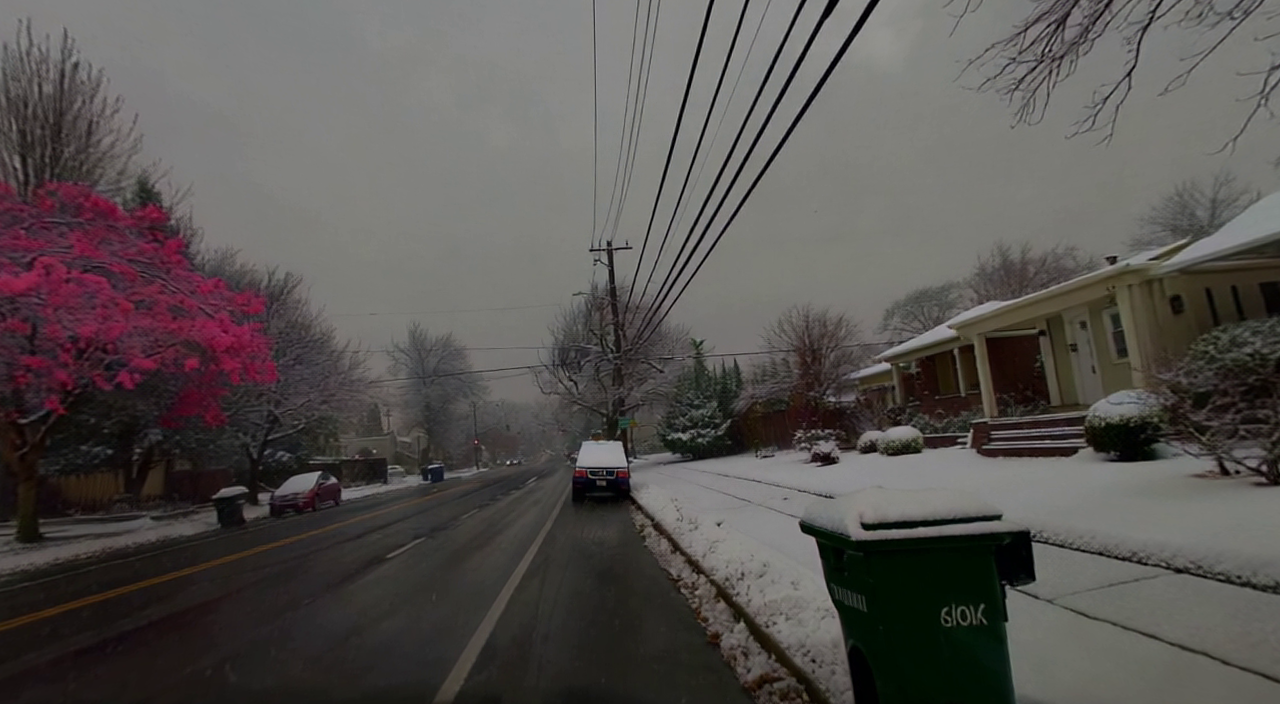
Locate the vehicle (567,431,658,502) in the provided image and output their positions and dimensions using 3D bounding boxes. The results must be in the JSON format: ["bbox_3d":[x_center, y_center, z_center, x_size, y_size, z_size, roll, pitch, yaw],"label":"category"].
[{"bbox_3d":[-0.823,3.074,17.389,2.190,1.708,4.115,0,-8,-4],"label":"vehicle"}]

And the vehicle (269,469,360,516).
[{"bbox_3d":[-13.767,5.918,26.987,1.982,1.660,4.142,1,-8,-6],"label":"vehicle"}]
